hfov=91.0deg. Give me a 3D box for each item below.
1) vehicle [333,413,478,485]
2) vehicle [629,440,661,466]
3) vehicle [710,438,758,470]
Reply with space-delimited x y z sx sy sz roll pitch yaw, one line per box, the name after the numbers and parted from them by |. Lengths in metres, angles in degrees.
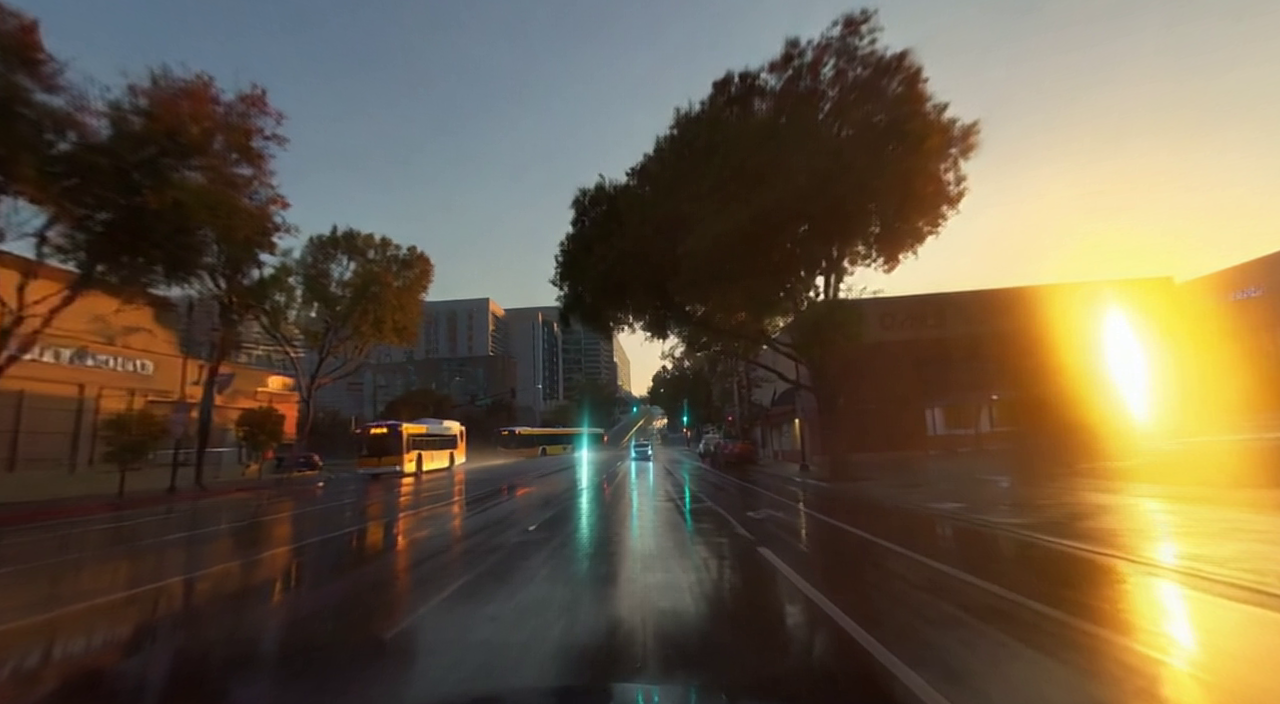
-12.627 5.519 35.835 3.356 3.365 12.460 0 -9 1 | vehicle
0.298 6.915 43.298 2.089 1.699 4.650 0 -9 -1 | vehicle
5.191 5.720 35.412 2.014 1.681 4.332 0 -9 -1 | vehicle
